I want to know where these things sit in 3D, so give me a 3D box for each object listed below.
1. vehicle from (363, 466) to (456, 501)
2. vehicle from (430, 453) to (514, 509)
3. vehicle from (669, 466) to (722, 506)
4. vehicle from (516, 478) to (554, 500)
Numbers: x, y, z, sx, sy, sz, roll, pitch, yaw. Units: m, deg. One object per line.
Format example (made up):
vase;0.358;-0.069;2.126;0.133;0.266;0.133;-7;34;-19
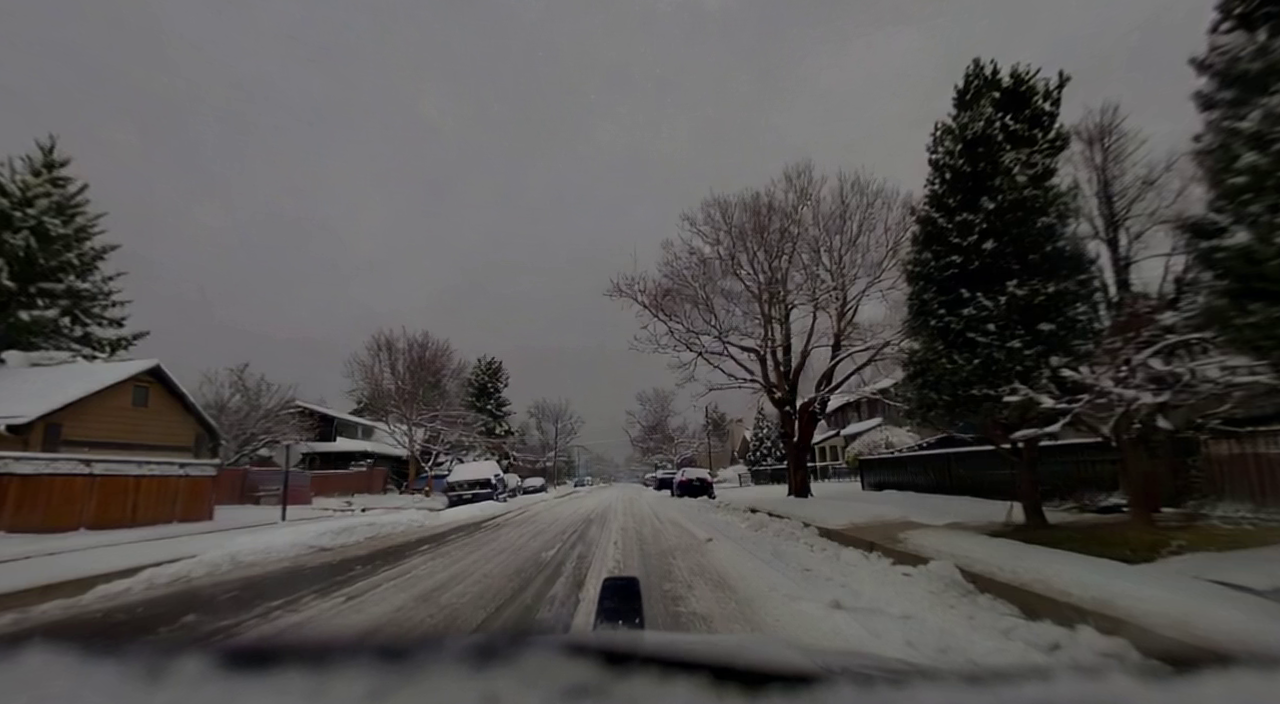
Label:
vehicle;-14.265;8.166;39.227;4.891;2.023;2.200;0;-8;1
vehicle;-7.474;6.001;28.752;2.408;2.201;5.646;-1;-14;-2
vehicle;2.611;6.458;30.736;2.050;1.598;4.590;0;-8;-2
vehicle;-7.781;10.295;47.028;2.071;1.481;4.425;0;-13;0
